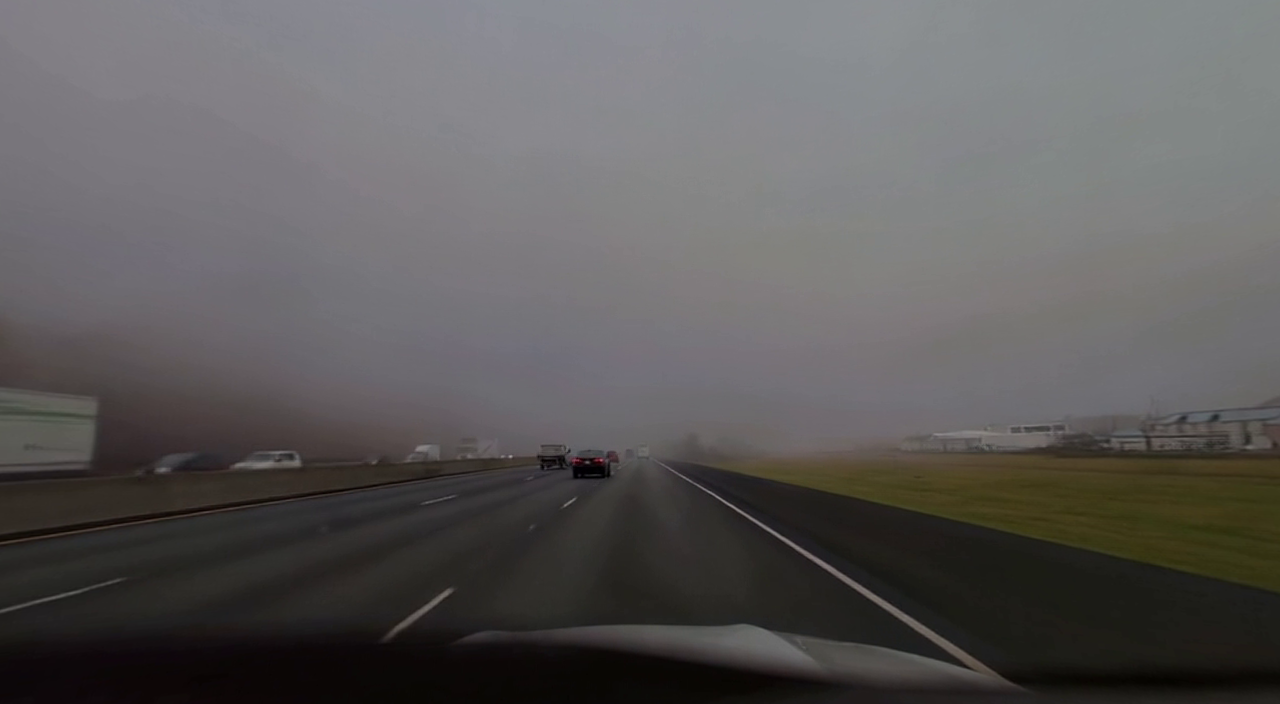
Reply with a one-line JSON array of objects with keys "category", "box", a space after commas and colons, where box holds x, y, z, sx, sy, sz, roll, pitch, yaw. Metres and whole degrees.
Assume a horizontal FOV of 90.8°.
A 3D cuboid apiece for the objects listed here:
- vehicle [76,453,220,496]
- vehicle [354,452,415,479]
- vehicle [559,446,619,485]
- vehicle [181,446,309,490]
[{"category": "vehicle", "box": [-19.209, 4.780, 24.965, 2.277, 1.479, 4.248, 0, -9, -1]}, {"category": "vehicle", "box": [-15.215, 6.761, 37.867, 1.889, 1.449, 4.242, 0, -9, 0]}, {"category": "vehicle", "box": [-2.062, 4.767, 26.765, 2.110, 1.500, 4.259, -1, -9, 2]}, {"category": "vehicle", "box": [-15.495, 4.556, 25.138, 1.996, 1.562, 4.705, 0, -9, 0]}]
